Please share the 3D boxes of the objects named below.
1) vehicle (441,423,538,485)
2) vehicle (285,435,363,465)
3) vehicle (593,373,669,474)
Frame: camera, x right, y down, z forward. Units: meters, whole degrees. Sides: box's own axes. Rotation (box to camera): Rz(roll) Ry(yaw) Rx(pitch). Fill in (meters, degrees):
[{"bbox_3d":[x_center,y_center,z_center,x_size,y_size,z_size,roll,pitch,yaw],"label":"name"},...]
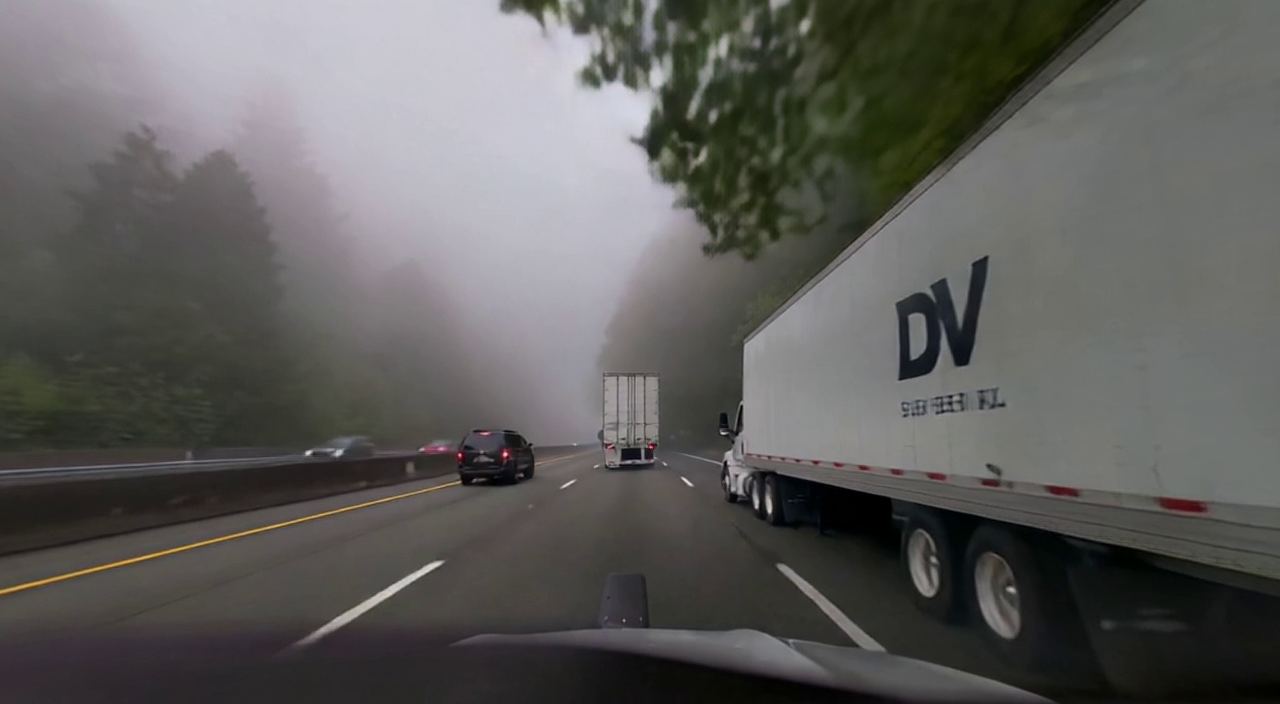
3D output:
[{"bbox_3d":[-4.797,3.328,20.824,2.086,1.778,4.544,0,-8,0],"label":"vehicle"},{"bbox_3d":[-16.845,5.239,33.801,1.924,1.457,4.470,0,-8,-1],"label":"vehicle"},{"bbox_3d":[-0.465,3.525,29.883,2.969,3.957,10.270,0,-8,-1],"label":"vehicle"}]
